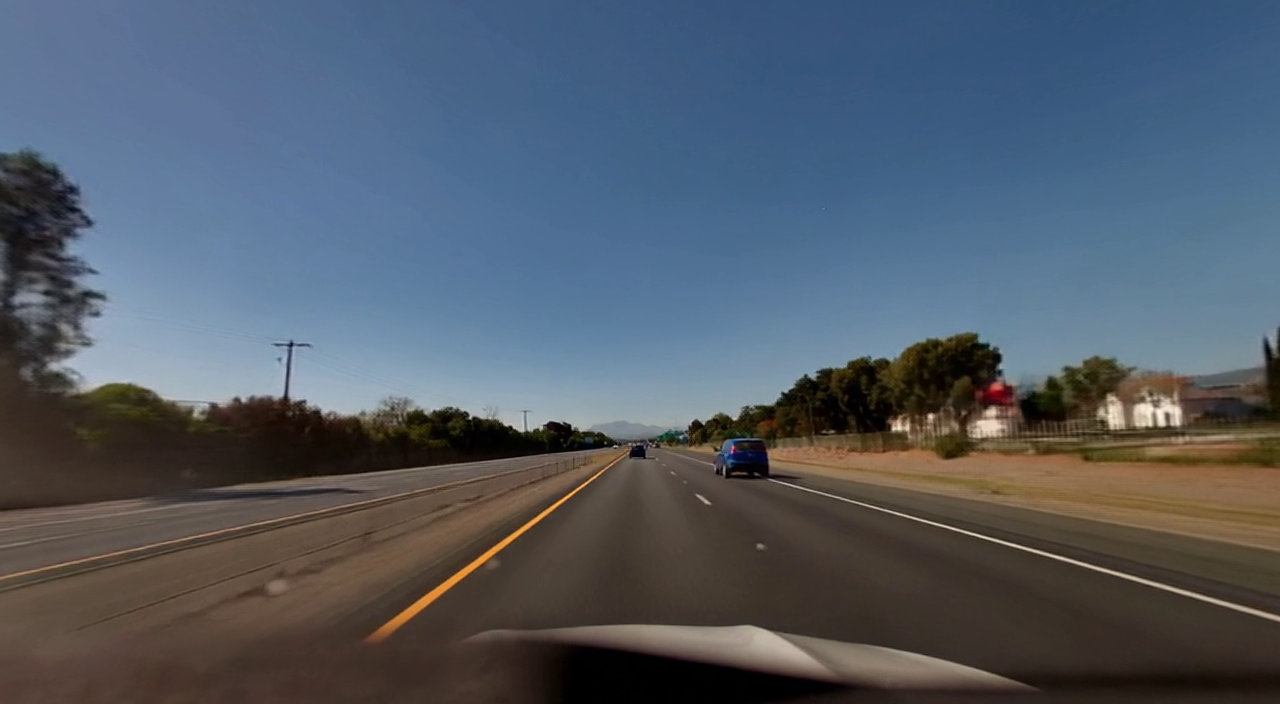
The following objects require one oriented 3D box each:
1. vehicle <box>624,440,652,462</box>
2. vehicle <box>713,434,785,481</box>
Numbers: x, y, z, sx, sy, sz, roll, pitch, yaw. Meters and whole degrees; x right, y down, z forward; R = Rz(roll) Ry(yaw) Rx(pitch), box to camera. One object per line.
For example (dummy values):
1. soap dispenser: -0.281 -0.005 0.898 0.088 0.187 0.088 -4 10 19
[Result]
1. vehicle: -0.098 7.427 47.220 2.009 1.554 4.013 0 -8 1
2. vehicle: 3.998 3.931 23.785 2.037 1.609 4.036 0 -8 1
